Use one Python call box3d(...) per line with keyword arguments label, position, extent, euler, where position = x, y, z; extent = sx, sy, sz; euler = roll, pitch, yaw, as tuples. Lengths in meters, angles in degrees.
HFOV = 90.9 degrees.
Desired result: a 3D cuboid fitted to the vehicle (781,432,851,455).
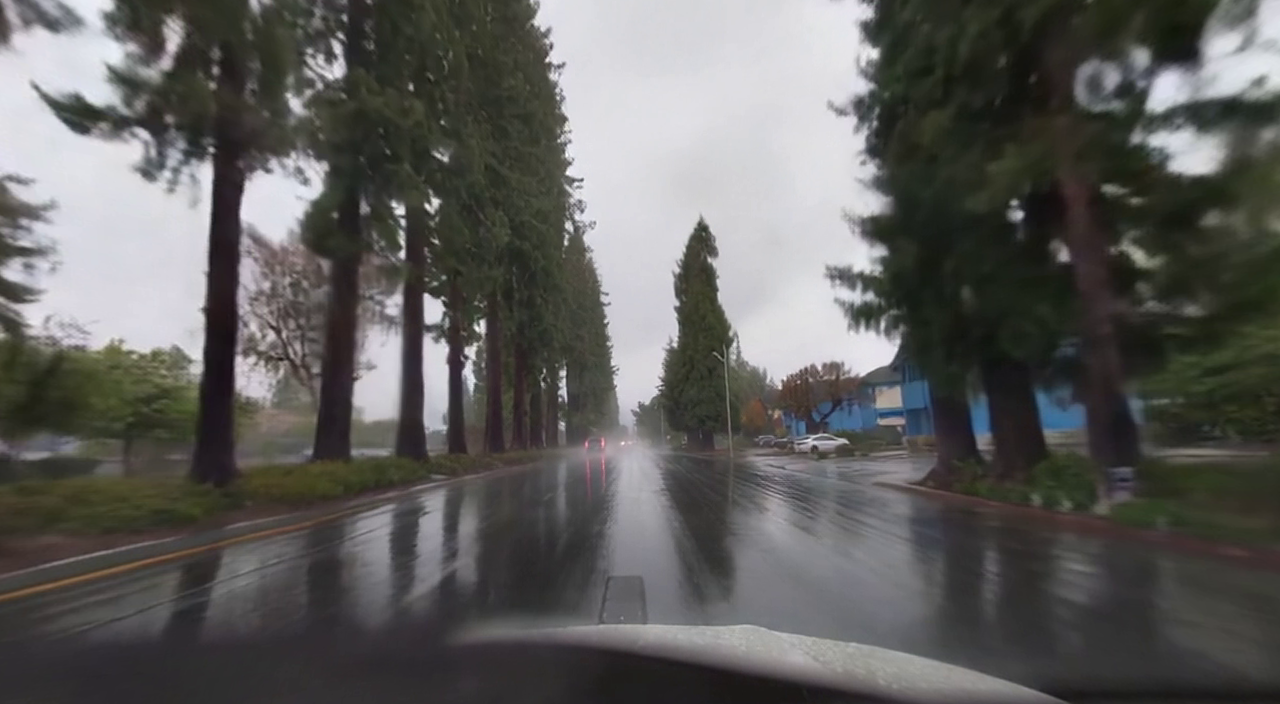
box3d(label="vehicle", position=(12.206, 6.339, 43.739), extent=(4.630, 1.461, 1.817), euler=(4, -9, -27))
